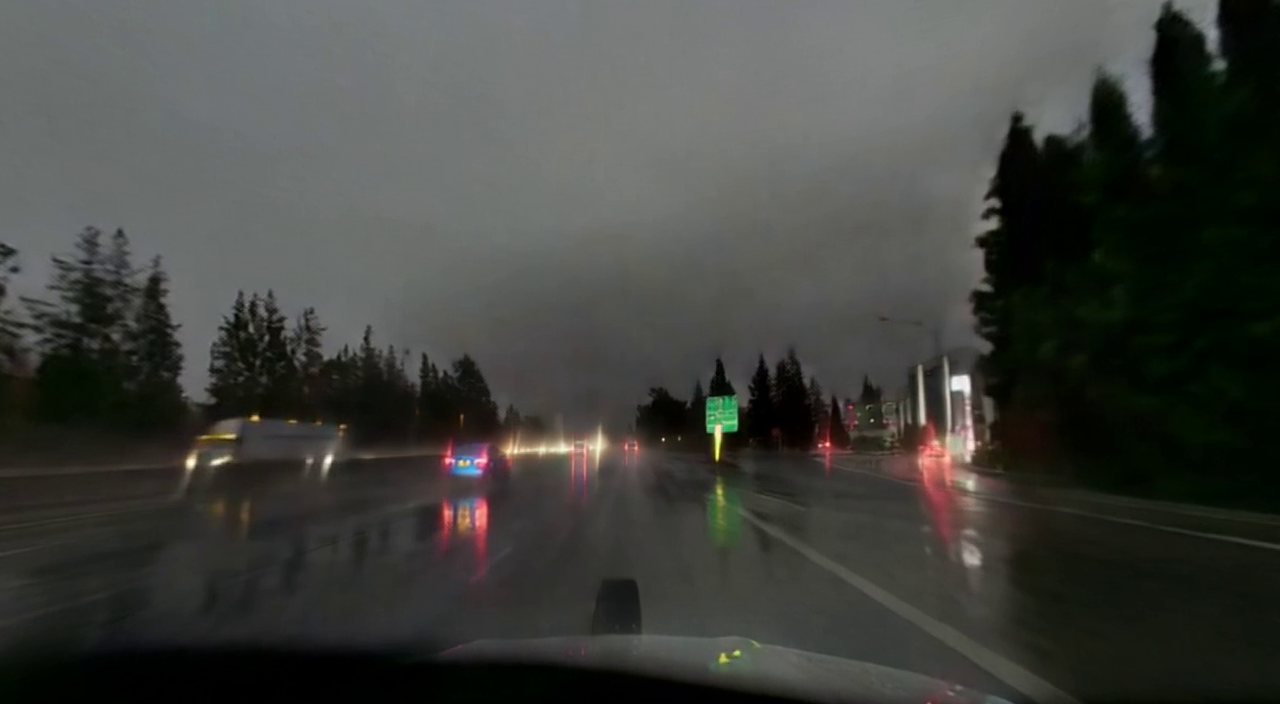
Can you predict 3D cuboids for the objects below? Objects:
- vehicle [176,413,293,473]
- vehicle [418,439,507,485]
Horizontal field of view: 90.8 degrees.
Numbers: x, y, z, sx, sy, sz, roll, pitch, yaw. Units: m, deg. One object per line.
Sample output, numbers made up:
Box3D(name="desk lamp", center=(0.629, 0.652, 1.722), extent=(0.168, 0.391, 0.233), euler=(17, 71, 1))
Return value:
Box3D(name="vehicle", center=(-29.521, 6.727, 46.615), extent=(3.026, 3.990, 8.606), euler=(0, -9, -2))
Box3D(name="vehicle", center=(-6.746, 4.222, 24.586), extent=(2.016, 1.606, 4.806), euler=(0, -9, 0))
